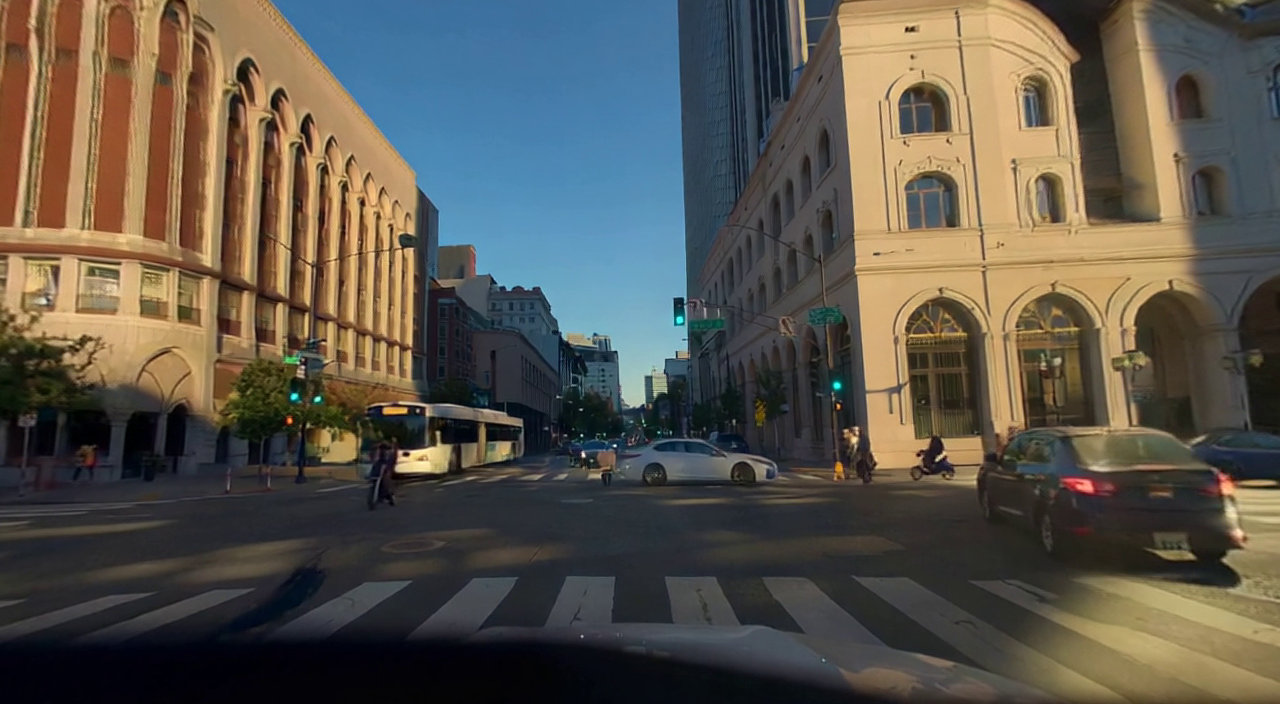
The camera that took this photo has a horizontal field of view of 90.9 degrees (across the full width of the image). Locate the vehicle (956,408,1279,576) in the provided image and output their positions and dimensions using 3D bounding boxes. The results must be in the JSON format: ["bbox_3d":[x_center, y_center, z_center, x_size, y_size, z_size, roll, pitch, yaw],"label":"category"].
[{"bbox_3d":[5.508,1.606,8.070,2.006,1.495,4.271,-3,-9,19],"label":"vehicle"}]

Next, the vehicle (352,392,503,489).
[{"bbox_3d":[-8.691,3.901,27.616,2.916,3.427,10.189,0,-8,1],"label":"vehicle"}]

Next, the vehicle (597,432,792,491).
[{"bbox_3d":[1.540,3.265,18.894,5.388,1.465,2.050,-7,-8,31],"label":"vehicle"}]

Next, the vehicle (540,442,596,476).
[{"bbox_3d":[-3.151,4.791,28.542,1.904,1.402,4.759,0,-8,1],"label":"vehicle"}]
